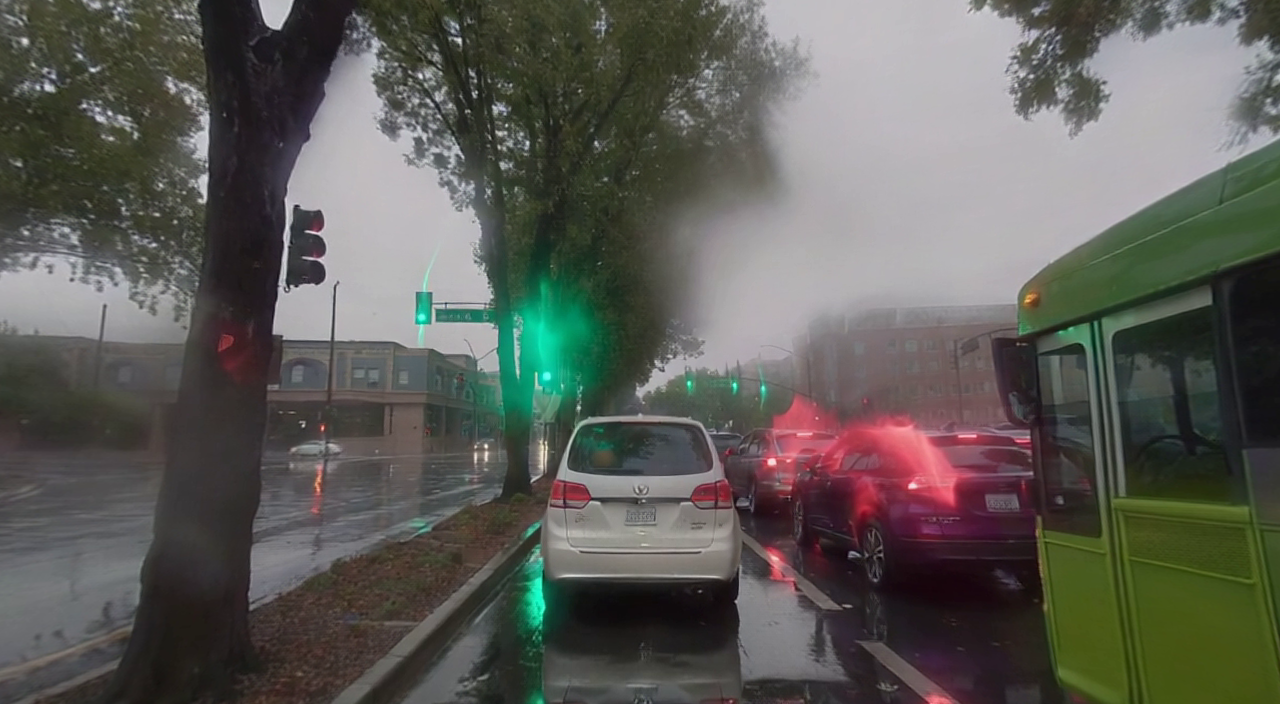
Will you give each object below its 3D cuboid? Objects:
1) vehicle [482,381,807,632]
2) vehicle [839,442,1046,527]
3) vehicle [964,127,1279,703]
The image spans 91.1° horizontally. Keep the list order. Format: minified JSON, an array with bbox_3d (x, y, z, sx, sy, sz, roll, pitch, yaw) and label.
[{"bbox_3d":[0.011,1.475,7.007,2.381,1.842,4.603,0,-8,-1],"label":"vehicle"},{"bbox_3d":[5.978,2.638,13.224,1.987,1.457,4.675,0,-8,-1],"label":"vehicle"},{"bbox_3d":[2.611,0.317,0.426,2.037,2.065,5.037,0,-8,0],"label":"vehicle"}]
